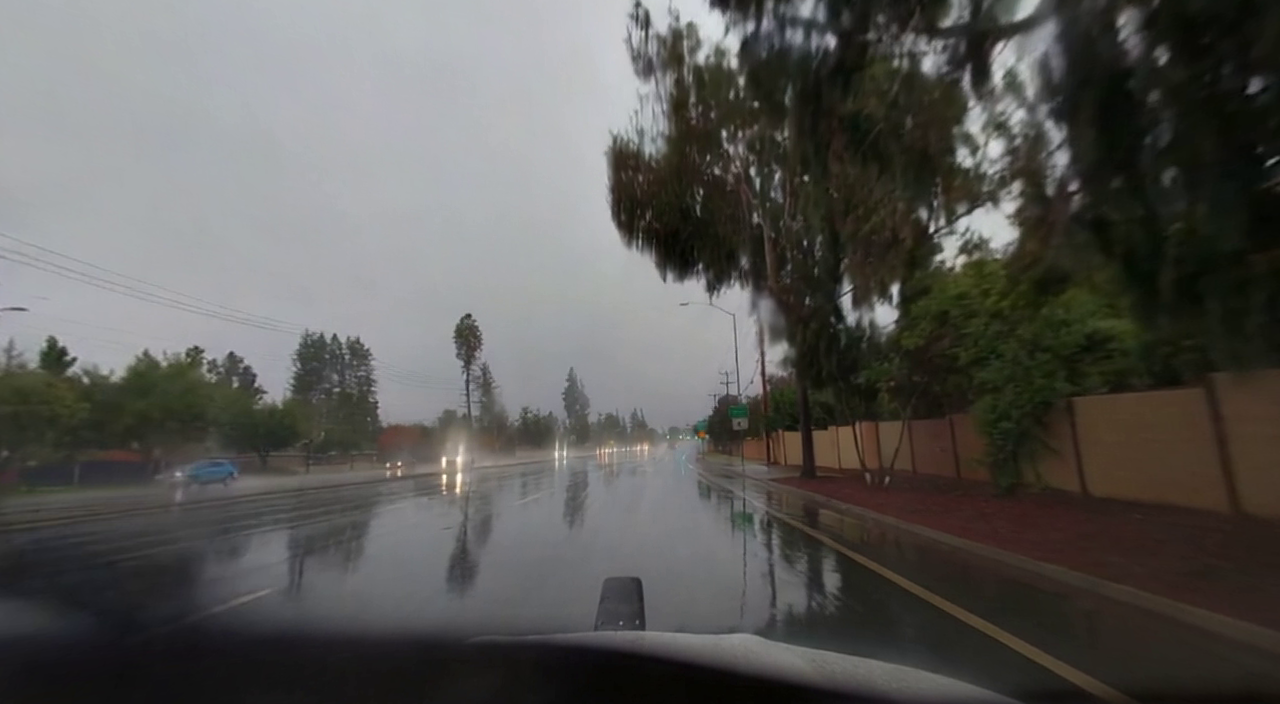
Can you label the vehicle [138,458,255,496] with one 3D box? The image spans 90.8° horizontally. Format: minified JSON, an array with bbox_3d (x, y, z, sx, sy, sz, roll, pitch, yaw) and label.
[{"bbox_3d":[-20.140,5.671,28.967,1.806,1.438,4.461,-1,-8,7],"label":"vehicle"}]
